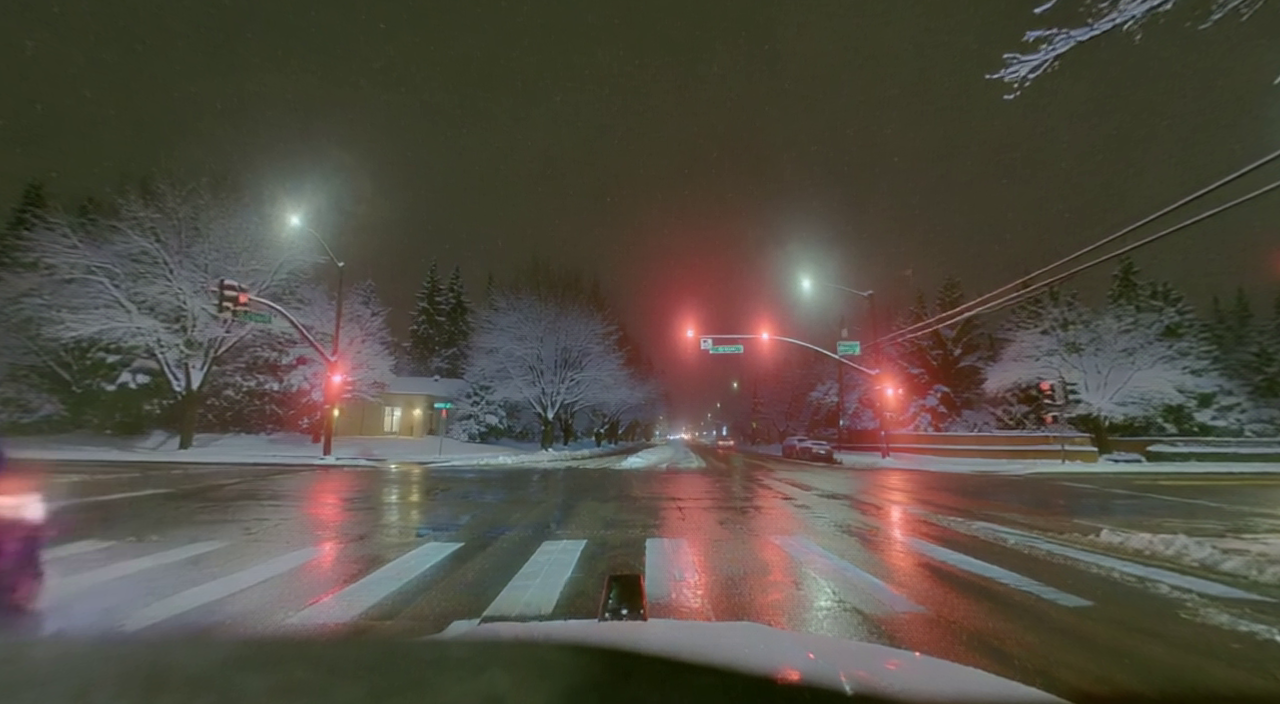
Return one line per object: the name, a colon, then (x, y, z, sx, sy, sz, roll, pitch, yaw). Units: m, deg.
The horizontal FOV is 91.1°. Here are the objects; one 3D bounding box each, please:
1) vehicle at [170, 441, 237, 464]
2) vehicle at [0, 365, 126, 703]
vehicle: (-29.141, 6.702, 42.066, 1.696, 1.431, 3.686, 0, -8, 3)
vehicle: (-4.032, 0.705, 1.104, 2.134, 1.768, 4.580, -1, -8, 4)
